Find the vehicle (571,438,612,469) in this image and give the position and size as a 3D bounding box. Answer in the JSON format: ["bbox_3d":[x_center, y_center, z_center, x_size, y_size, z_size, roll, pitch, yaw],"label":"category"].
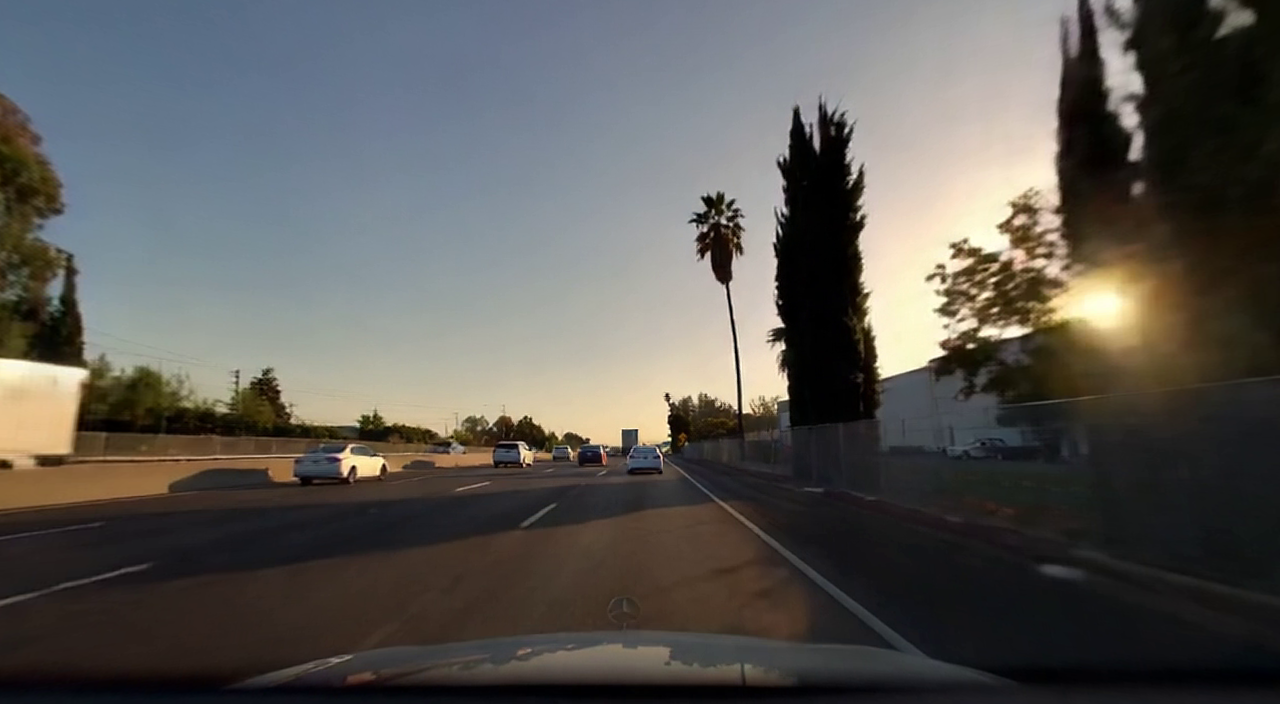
[{"bbox_3d":[-3.018,6.426,40.253,2.108,1.832,4.549,0,-8,2],"label":"vehicle"}]

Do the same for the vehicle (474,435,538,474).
[{"bbox_3d":[-6.647,5.145,31.858,2.105,1.790,4.689,0,-8,2],"label":"vehicle"}]

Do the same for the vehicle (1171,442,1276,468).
[{"bbox_3d":[35.091,6.194,38.153,1.855,1.490,4.704,0,-8,0],"label":"vehicle"}]

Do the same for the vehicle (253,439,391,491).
[{"bbox_3d":[-10.418,3.719,21.217,1.910,1.501,5.004,0,-8,2],"label":"vehicle"}]

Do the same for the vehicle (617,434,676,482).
[{"bbox_3d":[0.250,4.091,24.588,2.136,1.678,4.052,0,-8,1],"label":"vehicle"}]
